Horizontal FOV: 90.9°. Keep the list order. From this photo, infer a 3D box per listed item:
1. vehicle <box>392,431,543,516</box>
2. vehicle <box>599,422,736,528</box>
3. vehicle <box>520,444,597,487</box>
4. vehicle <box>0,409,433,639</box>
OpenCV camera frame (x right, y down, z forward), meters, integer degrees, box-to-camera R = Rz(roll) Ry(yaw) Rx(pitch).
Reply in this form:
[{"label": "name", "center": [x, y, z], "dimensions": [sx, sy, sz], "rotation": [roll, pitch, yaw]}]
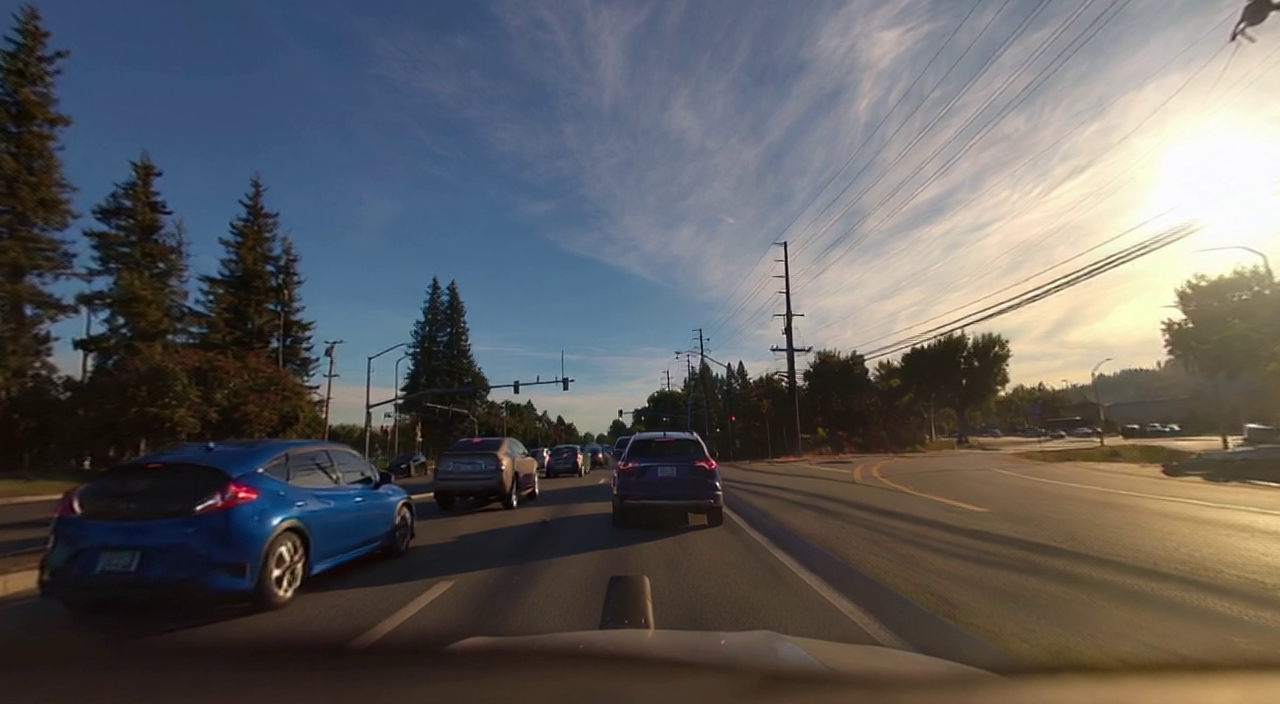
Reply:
[{"label": "vehicle", "center": [-3.683, 2.678, 14.403], "dimensions": [2.018, 1.621, 4.441], "rotation": [-1, -9, 2]}, {"label": "vehicle", "center": [0.507, 2.295, 12.230], "dimensions": [2.205, 1.691, 3.937], "rotation": [0, -9, 2]}, {"label": "vehicle", "center": [-2.935, 4.190, 23.654], "dimensions": [2.105, 1.436, 4.311], "rotation": [-1, -9, 3]}, {"label": "vehicle", "center": [-3.822, 1.486, 6.413], "dimensions": [1.999, 1.563, 4.007], "rotation": [0, -9, 1]}]
